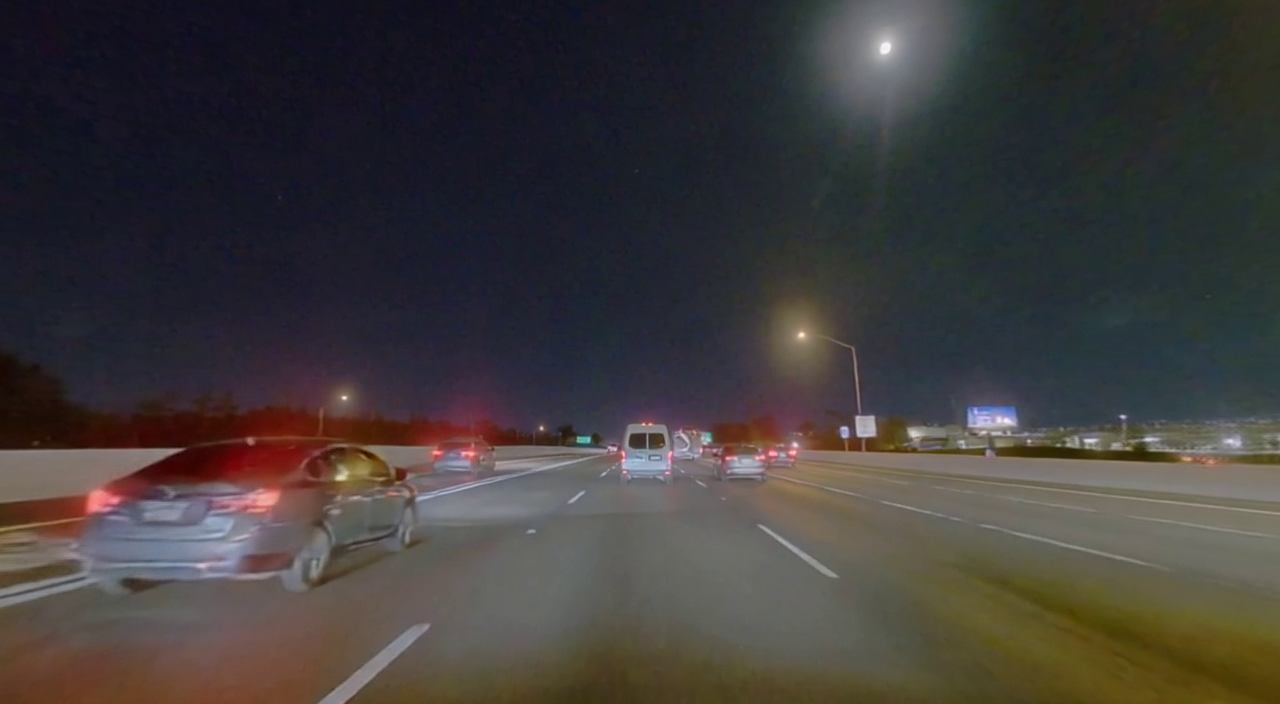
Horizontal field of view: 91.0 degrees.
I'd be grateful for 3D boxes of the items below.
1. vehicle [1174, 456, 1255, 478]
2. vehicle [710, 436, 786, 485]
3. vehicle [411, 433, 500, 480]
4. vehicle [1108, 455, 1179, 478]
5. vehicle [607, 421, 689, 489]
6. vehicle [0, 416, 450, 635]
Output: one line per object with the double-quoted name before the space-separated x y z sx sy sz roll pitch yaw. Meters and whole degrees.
"vehicle" 42.298 8.471 46.435 4.039 1.466 1.715 -2 -8 6
"vehicle" 4.022 4.124 24.303 2.146 1.678 4.489 0 -8 0
"vehicle" -7.613 4.369 26.640 2.192 1.776 4.957 0 -8 1
"vehicle" 37.325 8.502 46.757 3.527 1.437 1.839 -4 -8 8
"vehicle" 0.229 3.517 21.780 2.509 2.062 4.639 0 -8 0
"vehicle" -3.965 1.595 6.960 2.173 1.542 4.781 0 -8 1
